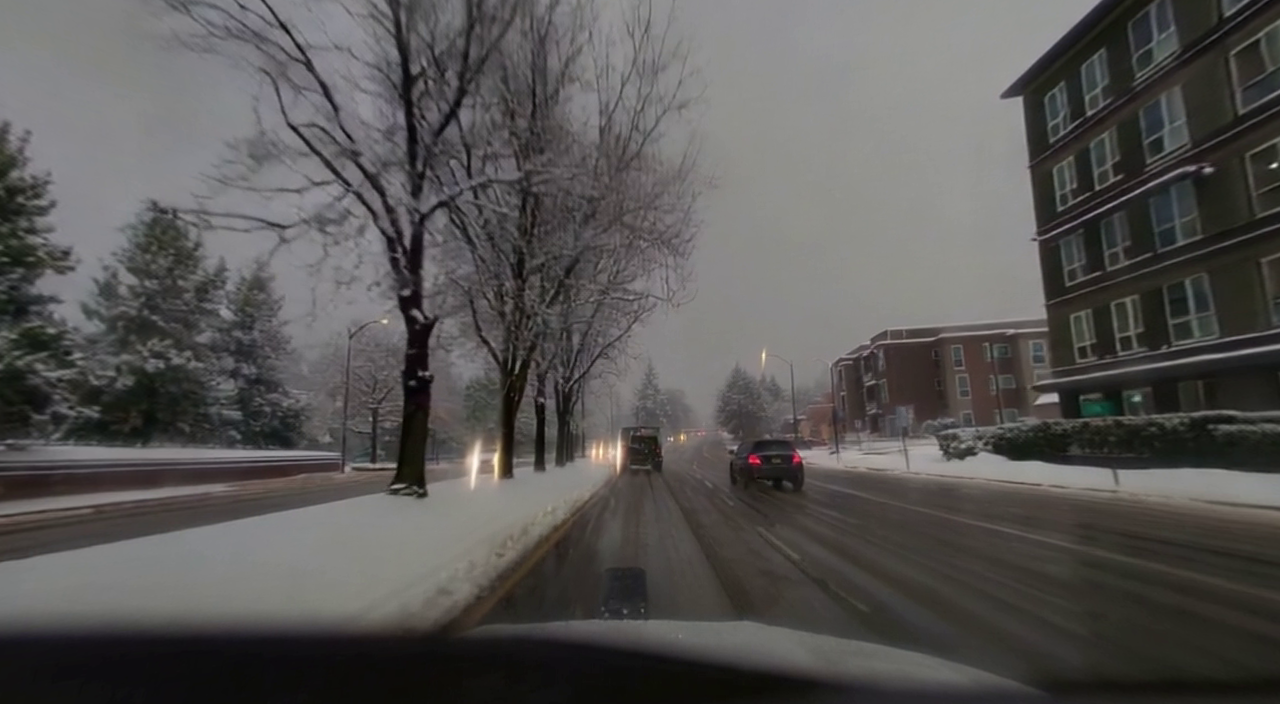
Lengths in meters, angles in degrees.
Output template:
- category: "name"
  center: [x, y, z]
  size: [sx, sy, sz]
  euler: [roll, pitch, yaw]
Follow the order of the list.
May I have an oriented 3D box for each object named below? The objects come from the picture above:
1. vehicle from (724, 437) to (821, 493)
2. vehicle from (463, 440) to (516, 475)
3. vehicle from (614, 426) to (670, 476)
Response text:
- category: "vehicle"
  center: [3.896, 3.412, 19.402]
  size: [2.075, 1.486, 4.316]
  euler: [0, -8, 0]
- category: "vehicle"
  center: [-8.538, 6.017, 36.154]
  size: [1.873, 1.894, 4.186]
  euler: [-1, -8, 2]
- category: "vehicle"
  center: [-0.011, 4.618, 29.561]
  size: [2.396, 2.143, 4.824]
  euler: [0, -8, -2]
